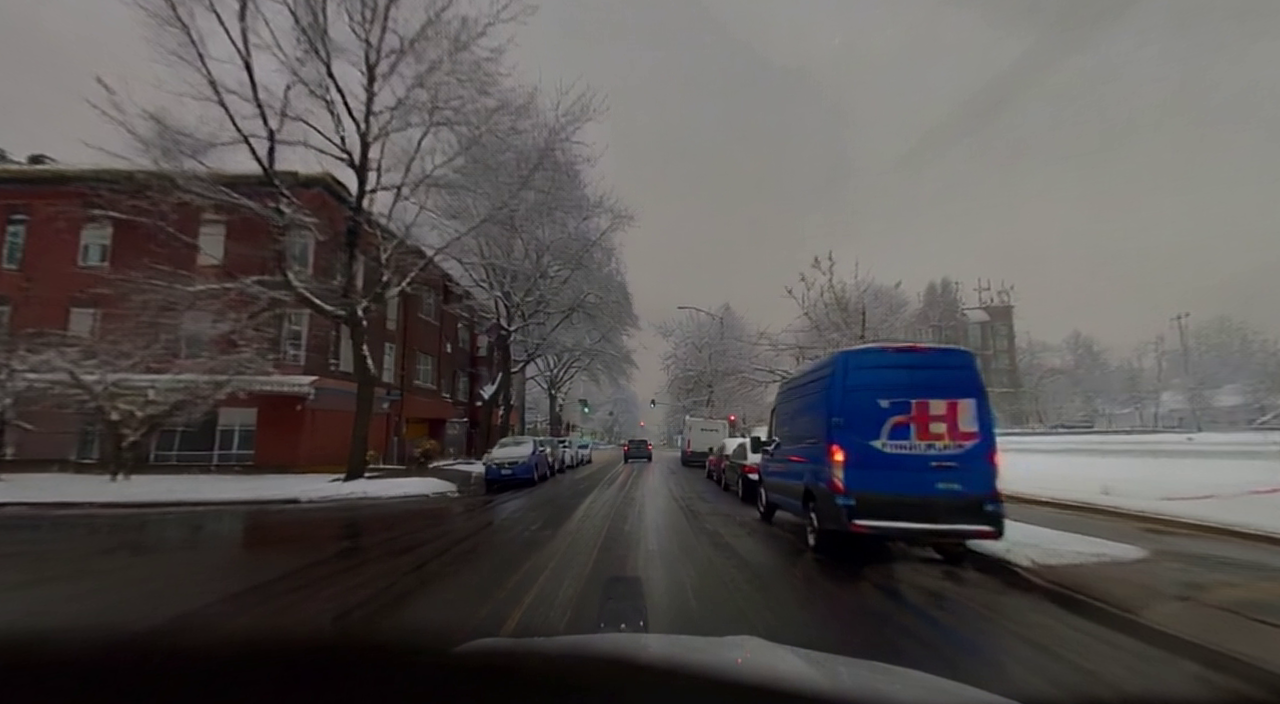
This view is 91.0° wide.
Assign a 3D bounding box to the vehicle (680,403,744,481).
[{"bbox_3d":[3.197,4.000,29.450,2.489,3.082,6.627,0,-4,2],"label":"vehicle"}]

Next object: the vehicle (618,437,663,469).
[{"bbox_3d":[0.099,4.958,31.141,2.095,1.510,3.605,0,-8,2],"label":"vehicle"}]

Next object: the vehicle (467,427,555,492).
[{"bbox_3d":[-4.062,3.401,20.526,1.951,1.662,4.046,1,-4,1],"label":"vehicle"}]

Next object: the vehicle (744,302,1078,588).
[{"bbox_3d":[3.139,1.289,9.175,2.245,2.843,5.762,0,-8,0],"label":"vehicle"}]
